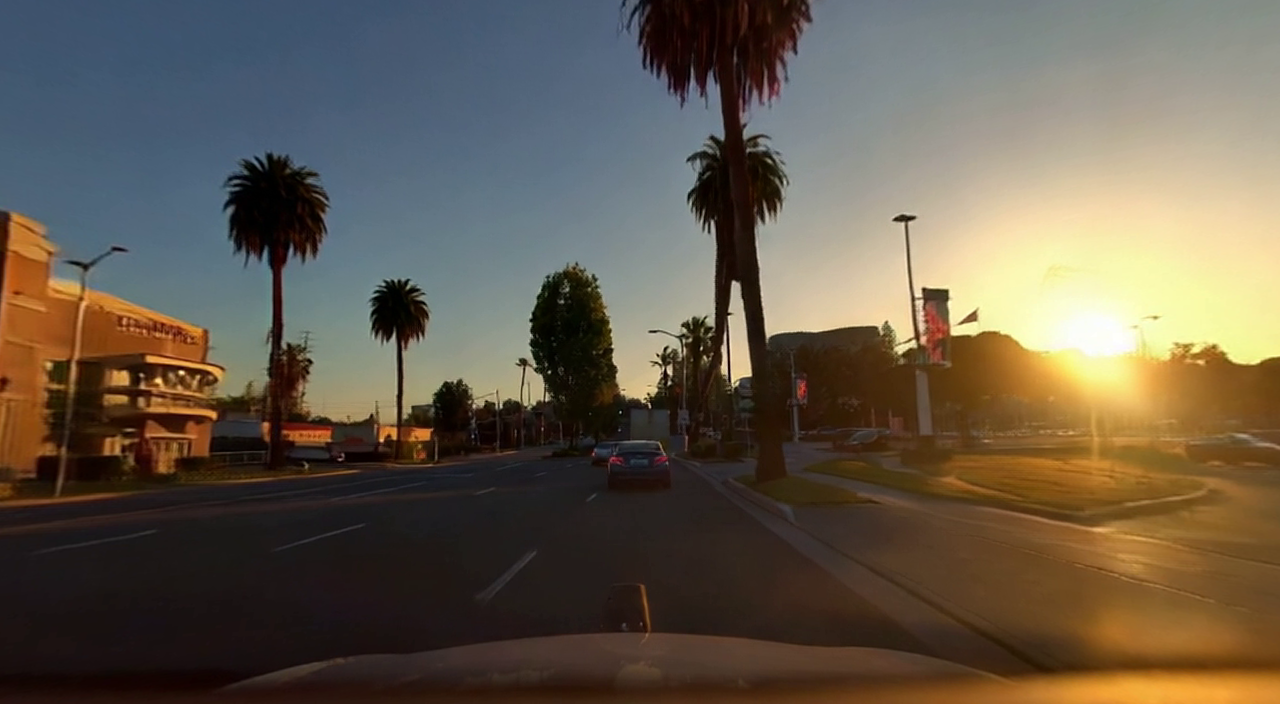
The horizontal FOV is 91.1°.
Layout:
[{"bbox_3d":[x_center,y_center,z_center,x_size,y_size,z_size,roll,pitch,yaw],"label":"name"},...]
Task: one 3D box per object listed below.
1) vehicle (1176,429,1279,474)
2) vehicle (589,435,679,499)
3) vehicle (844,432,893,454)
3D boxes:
[{"bbox_3d":[22.430,3.609,22.773,1.876,1.482,4.633,0,-9,1],"label":"vehicle"},{"bbox_3d":[-0.130,3.078,17.207,2.145,1.483,4.453,0,-9,0],"label":"vehicle"},{"bbox_3d":[17.439,6.973,48.056,2.009,1.630,4.436,0,-9,-1],"label":"vehicle"}]
